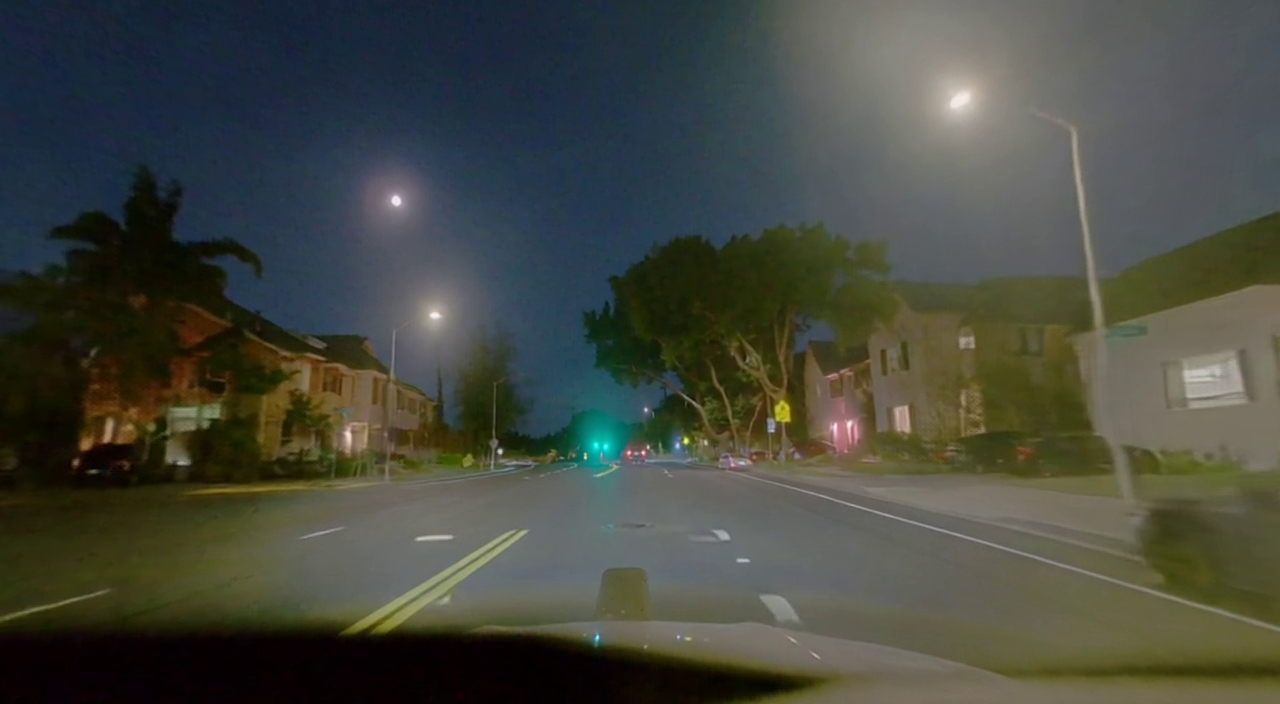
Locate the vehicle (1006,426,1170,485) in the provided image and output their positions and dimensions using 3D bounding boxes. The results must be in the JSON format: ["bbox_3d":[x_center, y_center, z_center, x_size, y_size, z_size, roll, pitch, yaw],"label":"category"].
[{"bbox_3d":[14.534,3.332,20.492,4.469,1.721,2.191,3,-9,-23],"label":"vehicle"}]

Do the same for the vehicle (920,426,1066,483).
[{"bbox_3d":[14.541,4.137,25.980,5.277,1.749,2.335,-1,-3,-21],"label":"vehicle"}]

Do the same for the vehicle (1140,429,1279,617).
[{"bbox_3d":[6.324,1.238,4.074,2.235,1.515,4.782,0,-8,0],"label":"vehicle"}]

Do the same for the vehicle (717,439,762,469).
[{"bbox_3d":[6.978,7.220,45.010,2.348,1.986,6.289,0,-8,1],"label":"vehicle"}]

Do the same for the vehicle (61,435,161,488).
[{"bbox_3d":[-23.467,4.824,28.209,2.083,2.113,4.490,4,-9,-23],"label":"vehicle"}]
